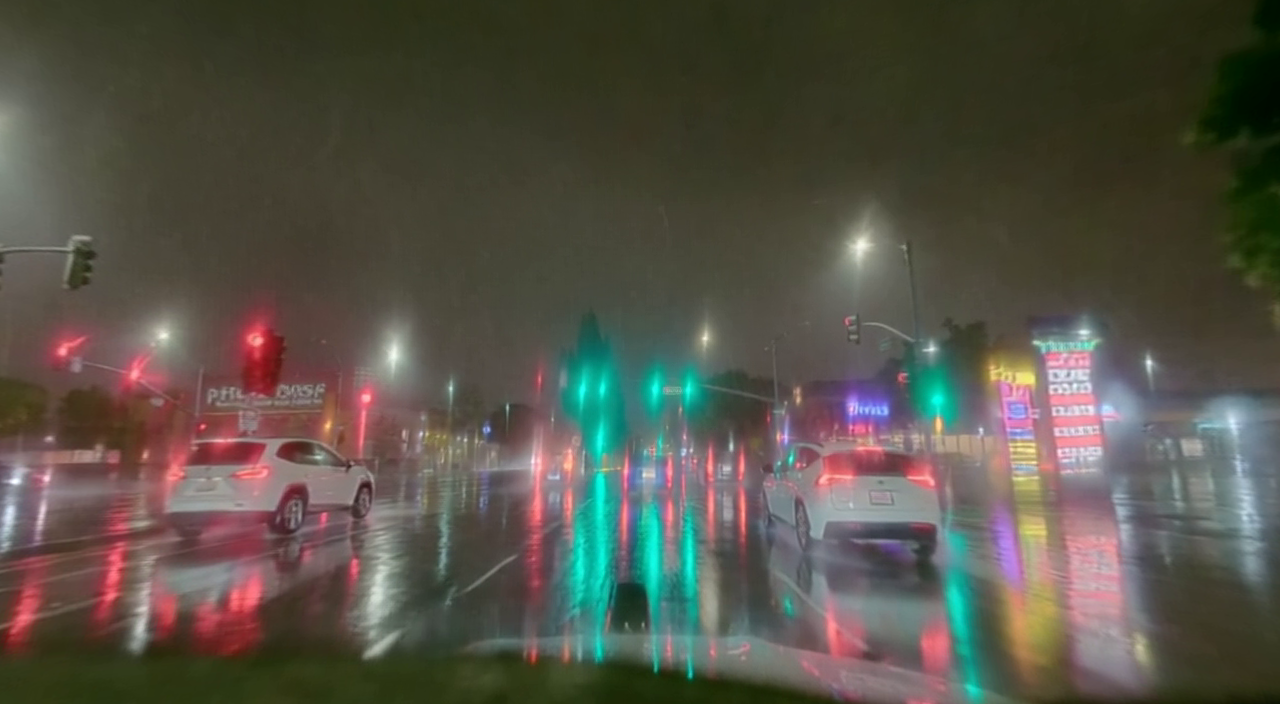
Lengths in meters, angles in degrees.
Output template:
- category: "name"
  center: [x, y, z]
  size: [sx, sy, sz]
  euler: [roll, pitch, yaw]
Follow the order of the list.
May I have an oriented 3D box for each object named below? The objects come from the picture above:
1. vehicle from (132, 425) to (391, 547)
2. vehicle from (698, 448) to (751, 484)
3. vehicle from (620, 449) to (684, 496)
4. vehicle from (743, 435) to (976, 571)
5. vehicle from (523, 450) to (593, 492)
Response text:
- category: "vehicle"
  center: [-6.594, 2.353, 11.762]
  size: [2.058, 1.804, 4.391]
  euler: [0, -9, 0]
- category: "vehicle"
  center: [3.883, 5.304, 29.735]
  size: [1.931, 1.552, 4.125]
  euler: [0, -9, 0]
- category: "vehicle"
  center: [0.418, 4.262, 22.683]
  size: [2.070, 1.460, 4.118]
  euler: [0, -8, 1]
- category: "vehicle"
  center: [2.819, 2.016, 9.244]
  size: [1.946, 1.513, 4.133]
  euler: [0, -8, 1]
- category: "vehicle"
  center: [-3.180, 4.723, 25.365]
  size: [2.040, 1.471, 4.211]
  euler: [-1, -9, 3]
